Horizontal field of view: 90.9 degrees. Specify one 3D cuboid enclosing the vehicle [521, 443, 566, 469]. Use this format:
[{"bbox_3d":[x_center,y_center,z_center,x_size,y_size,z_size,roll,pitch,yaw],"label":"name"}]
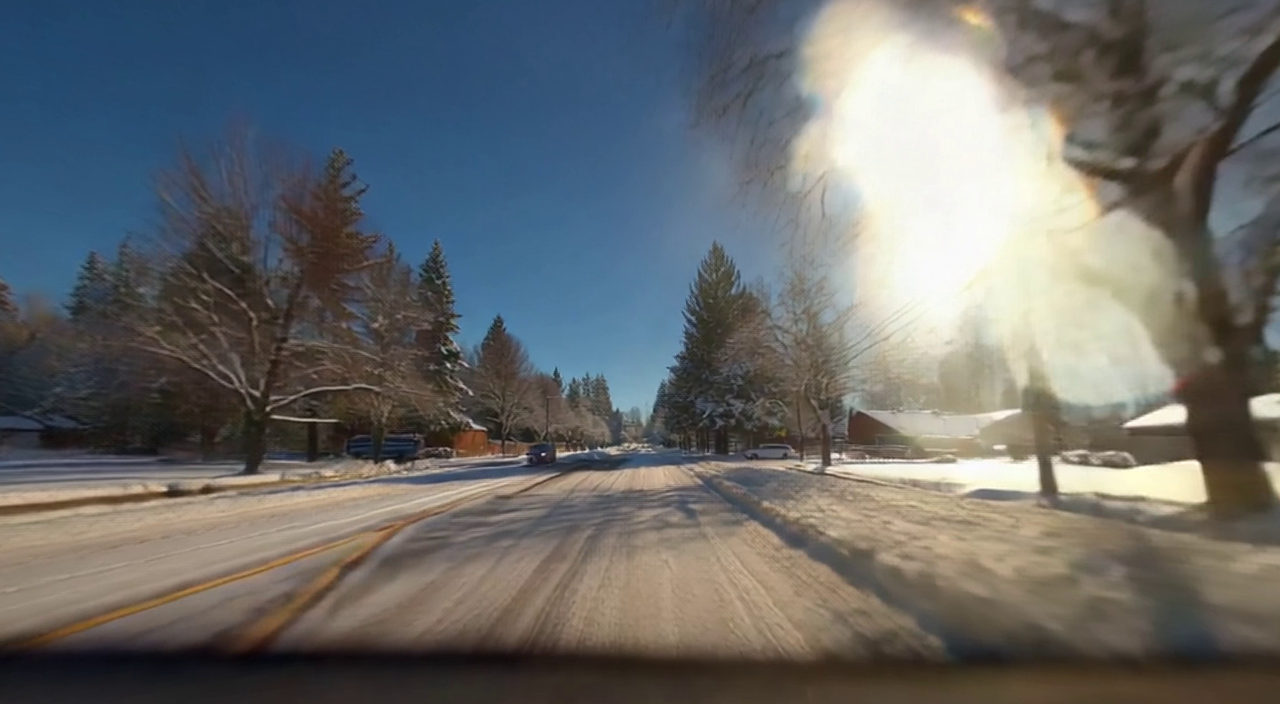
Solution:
[{"bbox_3d":[-6.253,6.794,41.518,2.163,1.588,4.509,-1,-8,1],"label":"vehicle"}]
